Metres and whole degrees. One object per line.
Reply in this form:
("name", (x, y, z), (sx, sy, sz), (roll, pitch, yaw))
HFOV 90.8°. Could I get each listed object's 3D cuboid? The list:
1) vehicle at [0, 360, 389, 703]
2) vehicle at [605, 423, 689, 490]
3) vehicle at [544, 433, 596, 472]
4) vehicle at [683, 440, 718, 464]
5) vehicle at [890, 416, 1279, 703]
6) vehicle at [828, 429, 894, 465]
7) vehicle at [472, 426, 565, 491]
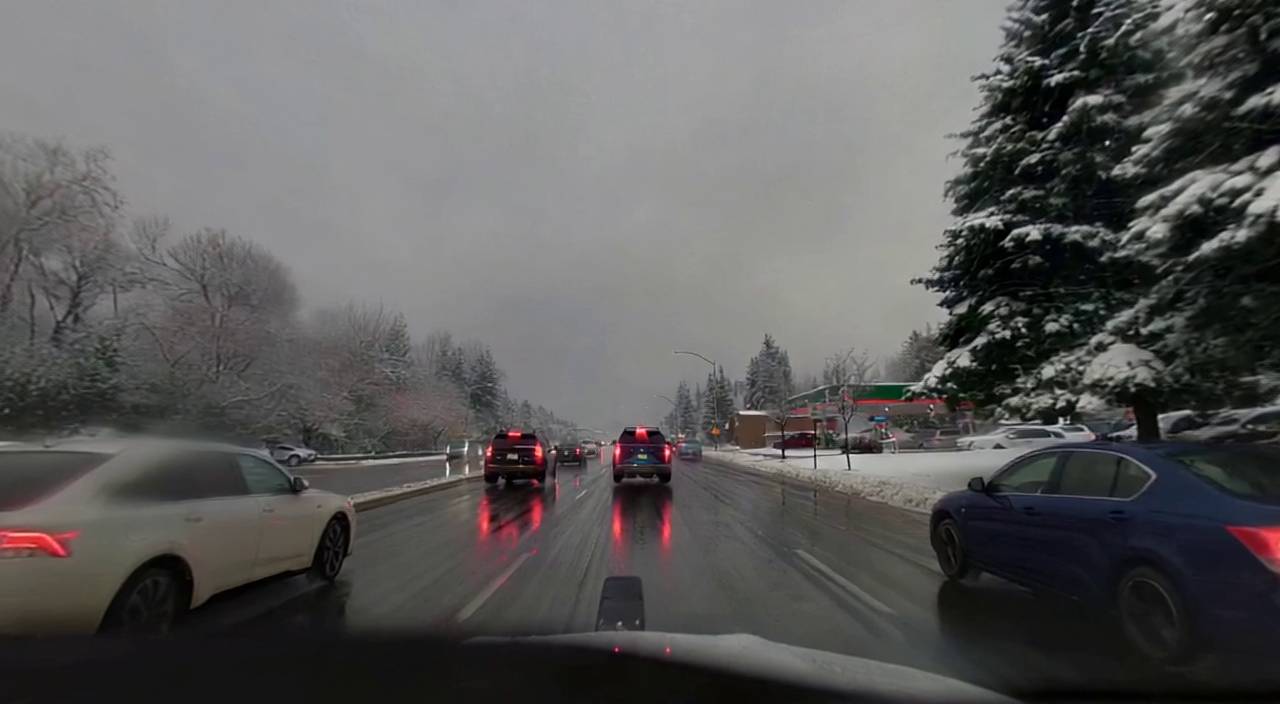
("vehicle", (-3.450, 1.088, 4.236), (1.864, 1.574, 4.031), (0, -8, 0))
("vehicle", (0.169, 3.163, 19.396), (2.279, 1.803, 4.254), (0, -8, 0))
("vehicle", (-3.160, 4.620, 29.241), (1.871, 1.673, 3.920), (0, -8, 1))
("vehicle", (4.089, 6.844, 43.463), (1.926, 1.522, 3.852), (0, -8, -1))
("vehicle", (3.944, 1.353, 5.177), (1.888, 1.456, 4.589), (0, -8, 0))
("vehicle", (11.847, 5.145, 34.219), (1.918, 1.765, 4.668), (0, -8, 0))
("vehicle", (-3.462, 3.122, 18.837), (1.932, 1.695, 4.150), (0, -8, 0))
